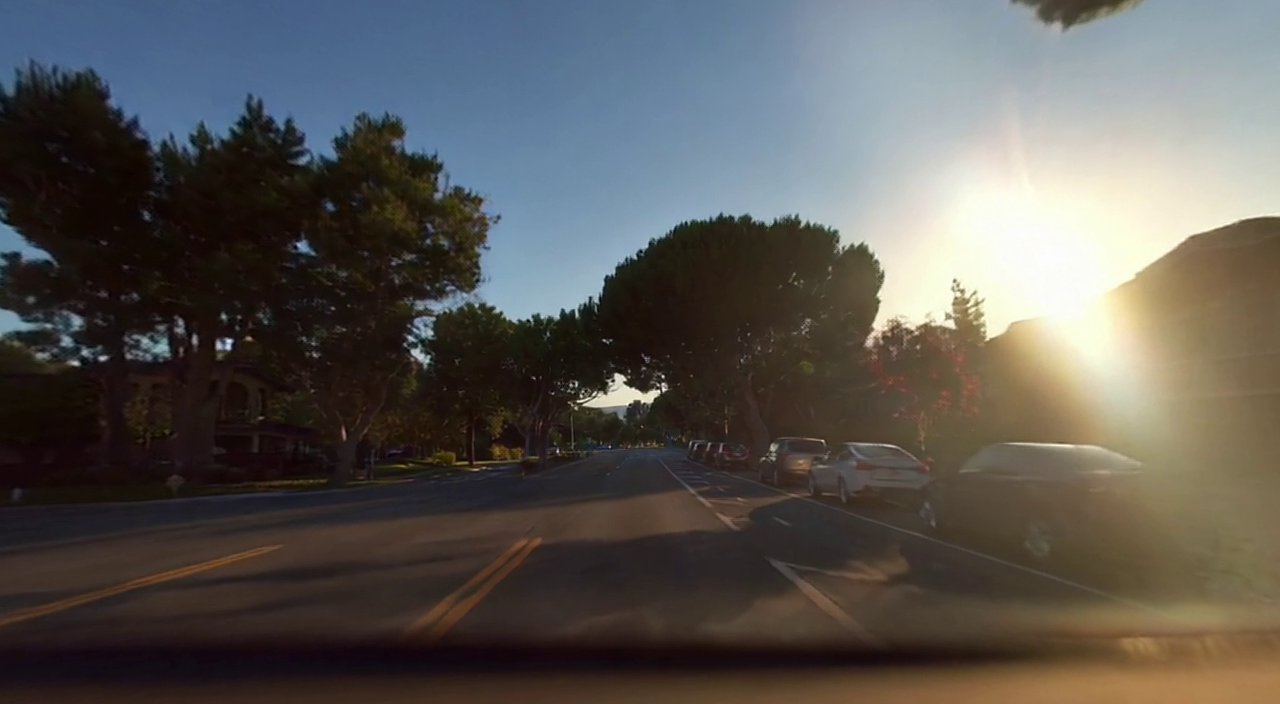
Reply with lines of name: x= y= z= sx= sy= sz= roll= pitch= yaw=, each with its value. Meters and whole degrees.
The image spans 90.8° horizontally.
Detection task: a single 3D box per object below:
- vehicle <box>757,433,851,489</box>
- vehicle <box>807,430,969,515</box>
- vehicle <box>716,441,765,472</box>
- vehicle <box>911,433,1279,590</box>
vehicle: x=5.385 y=3.625 z=21.329 sx=1.990 sy=1.694 sz=4.179 roll=0 pitch=-8 yaw=-1
vehicle: x=5.449 y=2.733 z=14.601 sx=1.974 sy=1.548 sz=4.160 roll=-3 pitch=-9 yaw=0
vehicle: x=5.325 y=5.571 z=33.903 sx=1.837 sy=1.532 sz=3.886 roll=0 pitch=-8 yaw=-2
vehicle: x=5.381 y=1.809 z=8.103 sx=1.901 sy=1.443 sz=4.319 roll=0 pitch=-8 yaw=0
